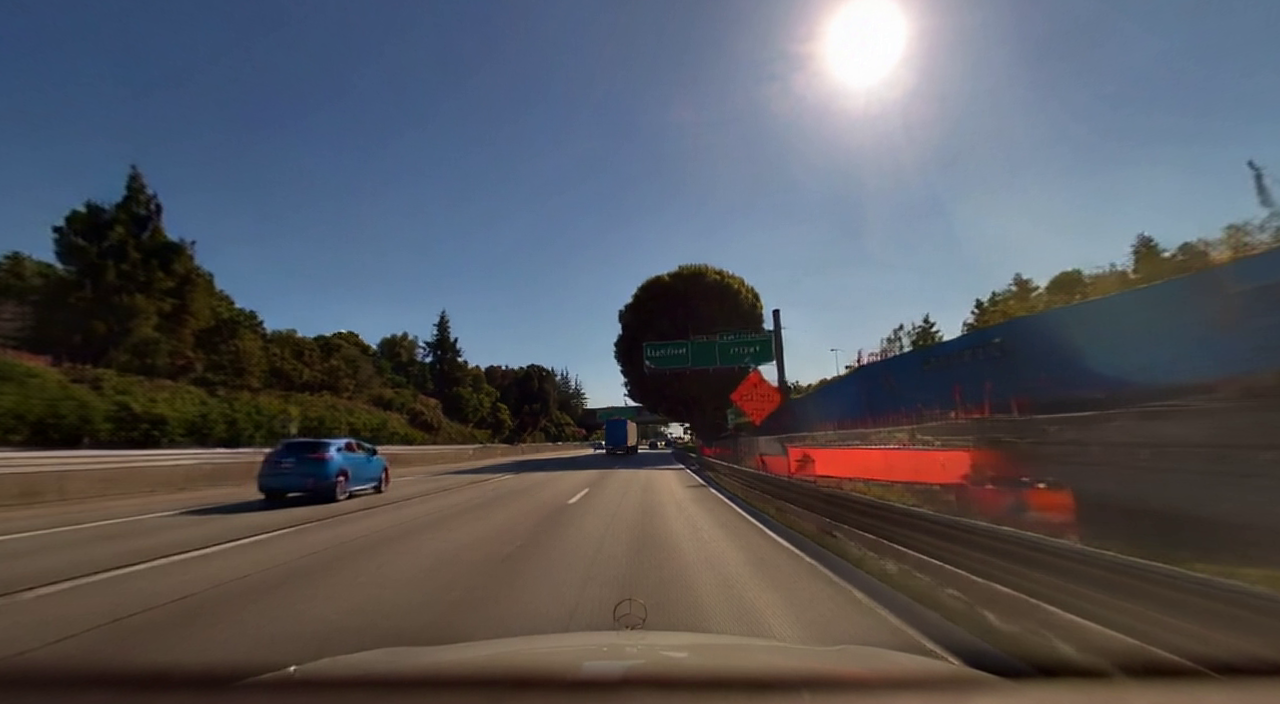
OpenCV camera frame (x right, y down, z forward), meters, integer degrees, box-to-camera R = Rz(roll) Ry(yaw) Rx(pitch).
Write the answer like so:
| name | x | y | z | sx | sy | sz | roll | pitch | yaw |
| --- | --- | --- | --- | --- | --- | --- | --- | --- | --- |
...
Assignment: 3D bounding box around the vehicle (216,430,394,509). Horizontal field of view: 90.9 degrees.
| name | x | y | z | sx | sy | sz | roll | pitch | yaw |
| --- | --- | --- | --- | --- | --- | --- | --- | --- | --- |
| vehicle | -7.521 | 2.674 | 14.702 | 1.893 | 1.566 | 4.051 | 0 | -9 | 0 |
